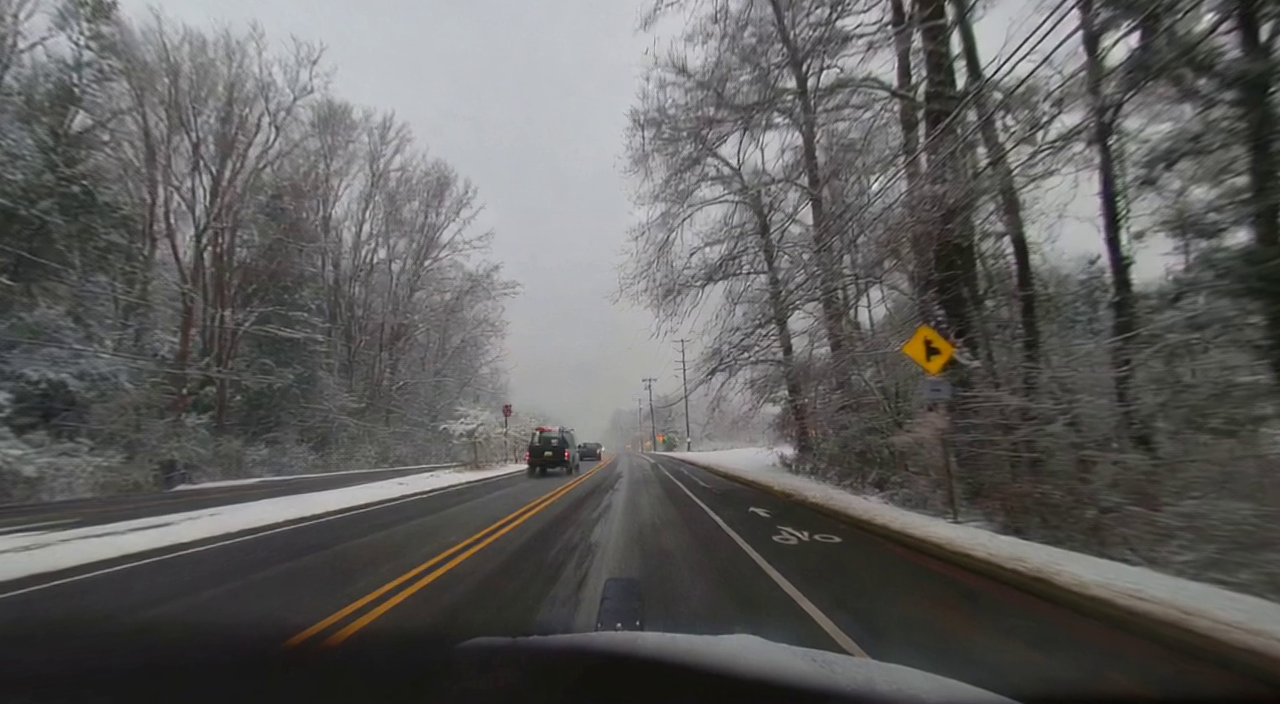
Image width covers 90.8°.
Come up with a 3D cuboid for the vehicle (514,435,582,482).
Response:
[{"bbox_3d":[-4.004,4.743,28.483,2.246,1.885,5.275,0,-9,0],"label":"vehicle"}]
